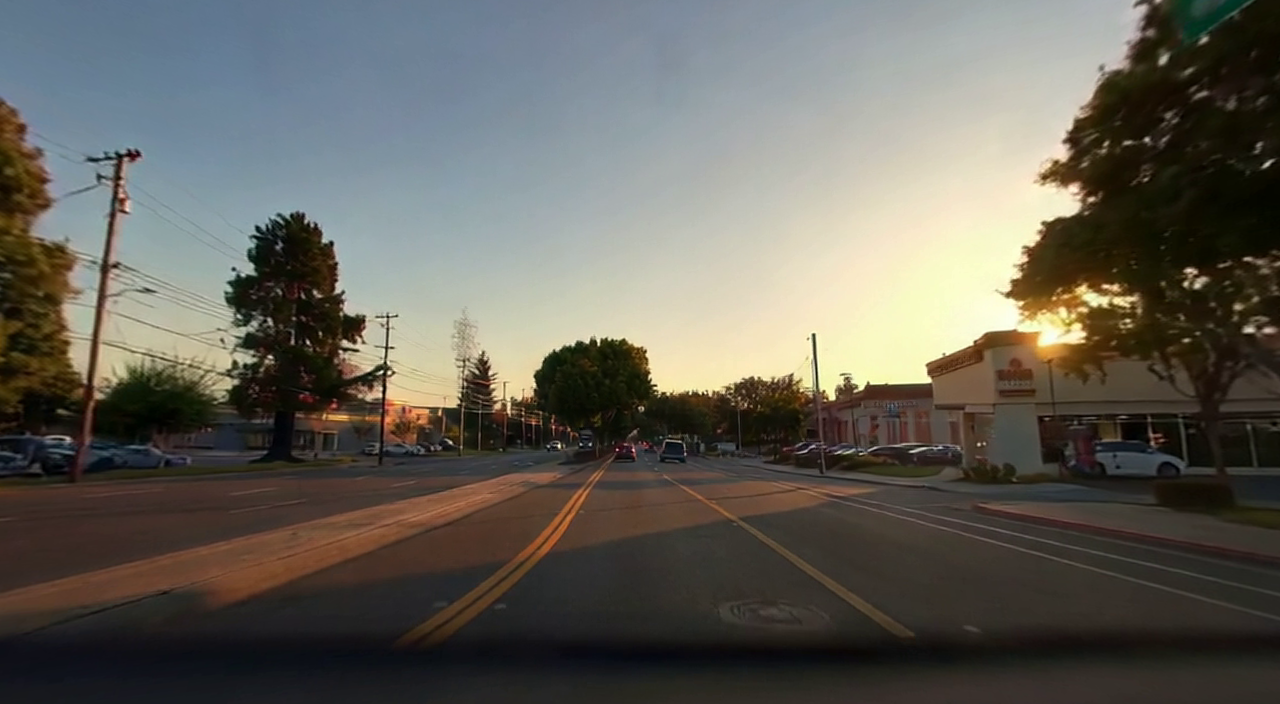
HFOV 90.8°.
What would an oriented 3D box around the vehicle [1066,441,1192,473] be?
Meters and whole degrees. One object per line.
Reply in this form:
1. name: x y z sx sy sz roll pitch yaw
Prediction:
1. vehicle: 24.607 5.246 31.958 2.066 1.467 4.486 5 -10 -31
